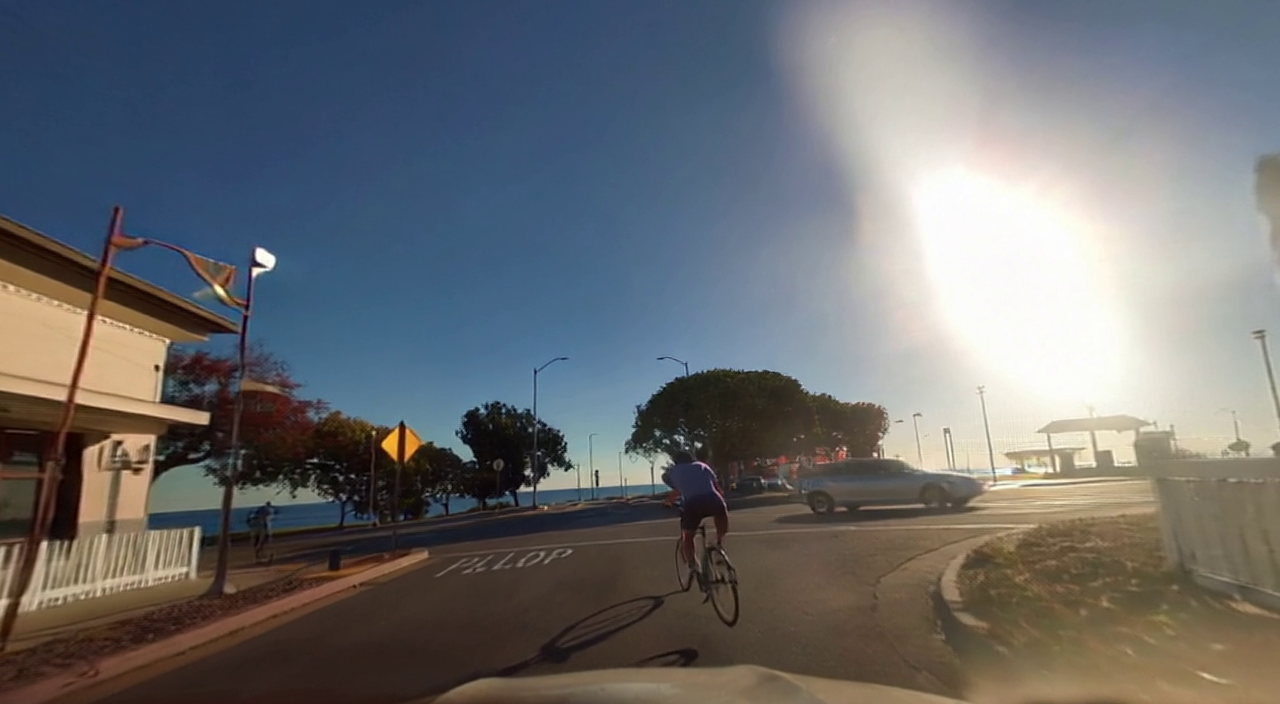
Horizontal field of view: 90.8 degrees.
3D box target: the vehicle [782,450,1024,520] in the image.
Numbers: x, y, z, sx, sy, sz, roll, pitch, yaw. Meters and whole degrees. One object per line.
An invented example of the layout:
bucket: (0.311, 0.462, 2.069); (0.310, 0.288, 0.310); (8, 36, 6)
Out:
vehicle: (6.628, 3.309, 16.367); (5.323, 1.479, 2.112); (-8, -11, 40)
